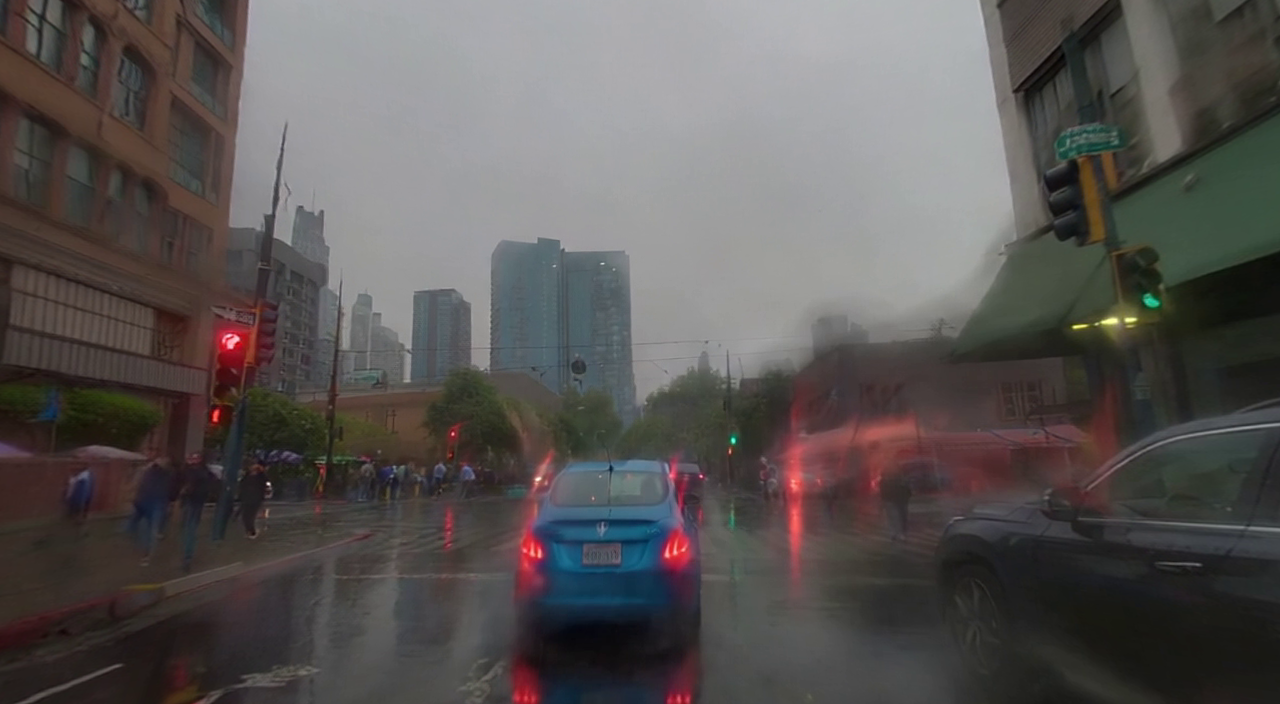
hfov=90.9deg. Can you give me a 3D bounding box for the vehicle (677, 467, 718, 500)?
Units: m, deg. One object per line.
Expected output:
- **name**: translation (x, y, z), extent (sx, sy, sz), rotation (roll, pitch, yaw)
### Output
- **vehicle**: translation (3.467, 8.036, 38.835), extent (1.908, 1.741, 4.066), rotation (0, -9, -3)

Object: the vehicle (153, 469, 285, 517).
- **vehicle**: translation (-19.776, 6.630, 29.748), extent (4.750, 2.083, 2.002), rotation (-1, -9, 3)

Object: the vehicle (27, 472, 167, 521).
- **vehicle**: translation (-25.487, 6.769, 29.734), extent (4.588, 2.048, 2.110), rotation (0, -9, 0)

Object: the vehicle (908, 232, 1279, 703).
- **vehicle**: translation (3.215, 0.550, 1.281), extent (2.632, 1.979, 6.096), rotation (0, -9, 0)

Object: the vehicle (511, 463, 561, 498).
- **vehicle**: translation (-6.349, 7.878, 39.004), extent (2.226, 1.896, 4.438), rotation (-1, -9, 1)
